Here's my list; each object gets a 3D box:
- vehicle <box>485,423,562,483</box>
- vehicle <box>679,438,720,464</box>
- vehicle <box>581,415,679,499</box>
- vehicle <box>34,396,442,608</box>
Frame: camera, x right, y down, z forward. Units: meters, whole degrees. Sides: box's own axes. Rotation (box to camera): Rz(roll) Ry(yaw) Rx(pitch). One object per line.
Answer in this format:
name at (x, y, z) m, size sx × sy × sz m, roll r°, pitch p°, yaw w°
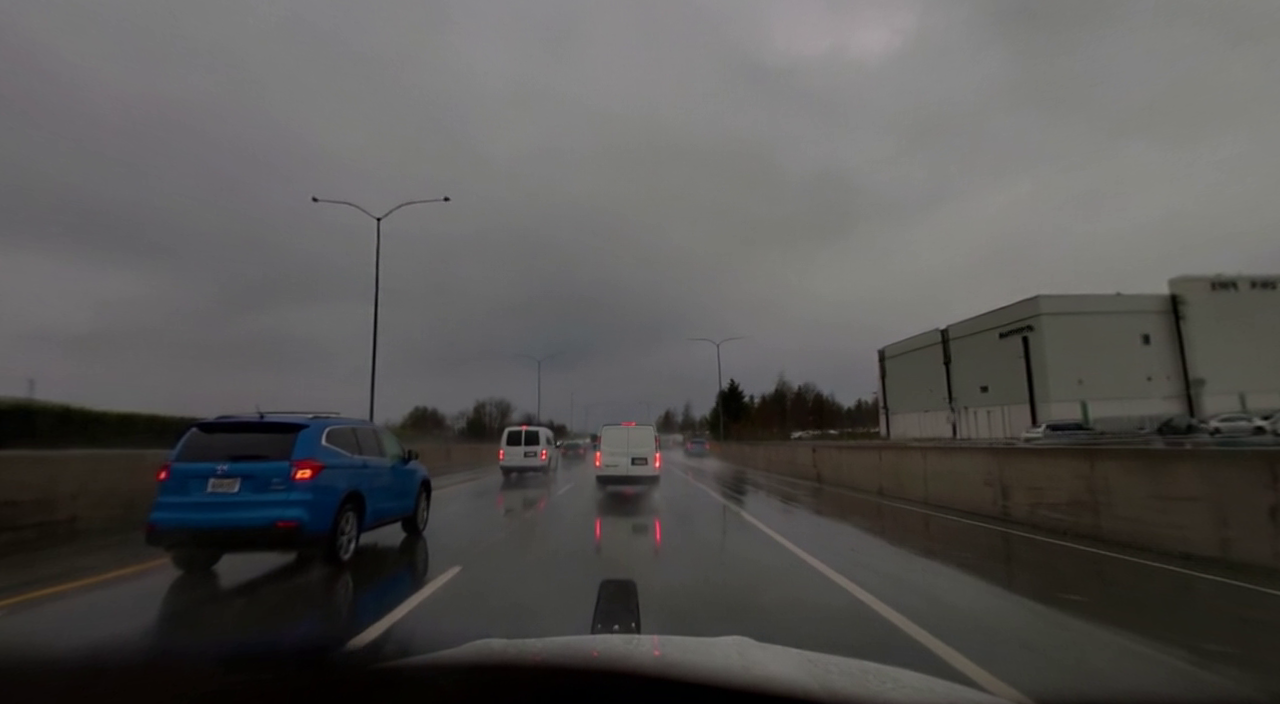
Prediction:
vehicle at (-4.072, 3.619, 22.787) m, size 2.038 × 1.936 × 4.300 m, roll 0°, pitch -8°, yaw -1°
vehicle at (3.665, 6.127, 39.218) m, size 1.999 × 1.494 × 3.833 m, roll 0°, pitch -8°, yaw -3°
vehicle at (-0.290, 2.766, 16.915) m, size 2.304 × 1.925 × 4.282 m, roll 0°, pitch -8°, yaw -1°
vehicle at (-3.971, 1.529, 7.374) m, size 1.972 × 1.703 × 4.333 m, roll 0°, pitch -8°, yaw -1°
